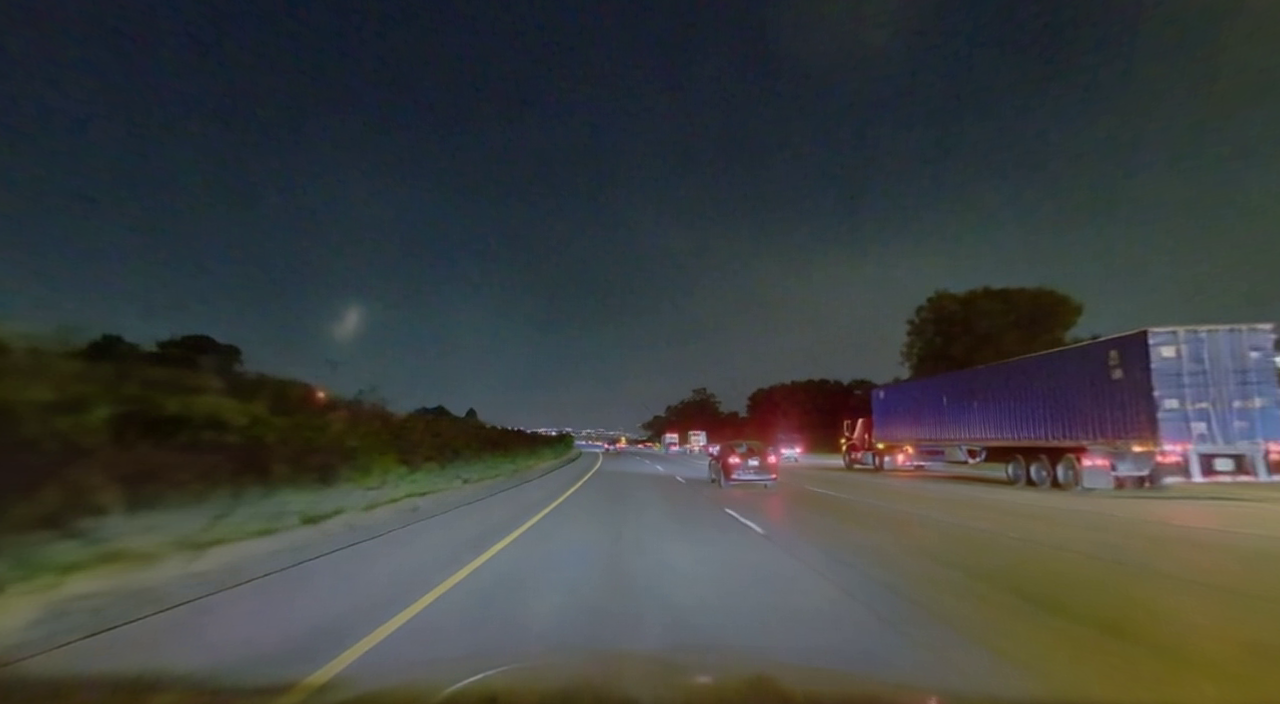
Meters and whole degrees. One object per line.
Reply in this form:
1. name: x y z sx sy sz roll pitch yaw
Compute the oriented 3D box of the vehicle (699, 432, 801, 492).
1. vehicle: 3.401 3.531 20.607 2.305 1.729 4.526 0 -8 -3
